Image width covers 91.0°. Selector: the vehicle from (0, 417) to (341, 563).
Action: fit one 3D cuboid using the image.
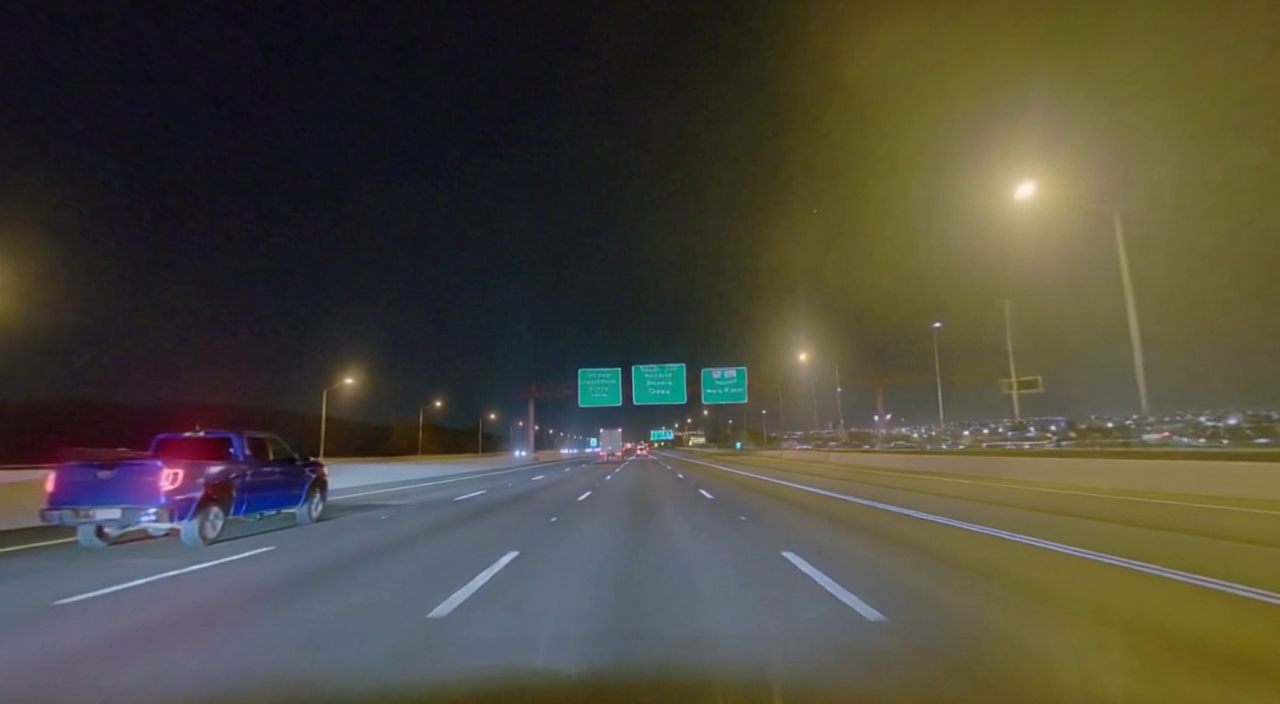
[{"bbox_3d":[-6.995,2.012,9.954,2.168,1.729,4.724,0,-9,0],"label":"vehicle"}]
